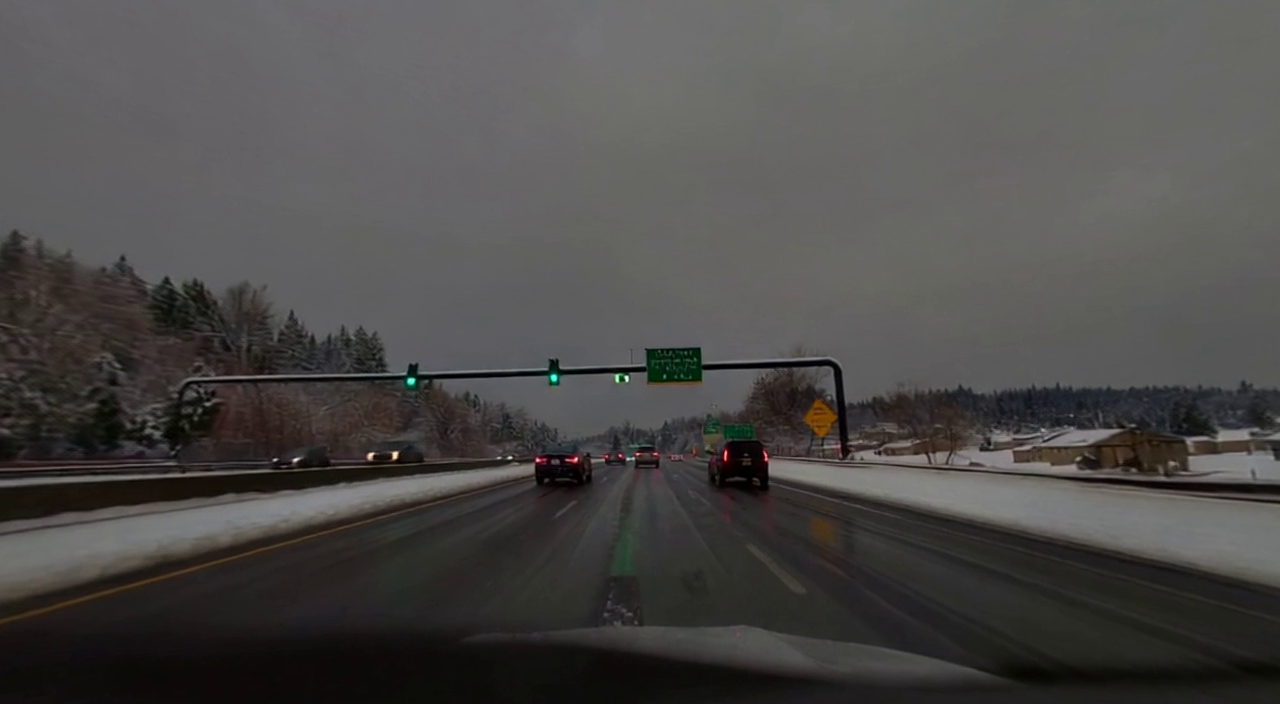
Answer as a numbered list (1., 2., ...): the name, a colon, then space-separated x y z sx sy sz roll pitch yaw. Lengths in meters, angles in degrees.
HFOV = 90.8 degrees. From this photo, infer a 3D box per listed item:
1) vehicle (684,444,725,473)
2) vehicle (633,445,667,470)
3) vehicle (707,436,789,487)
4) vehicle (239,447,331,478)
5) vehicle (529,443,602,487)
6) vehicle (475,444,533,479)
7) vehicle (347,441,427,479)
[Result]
1. vehicle: 3.934 6.589 39.284 2.146 1.658 4.318 0 -8 1
2. vehicle: 0.739 7.802 47.048 2.408 1.748 4.217 0 -8 1
3. vehicle: 3.969 4.093 24.041 2.320 1.735 4.408 0 -8 0
4. vehicle: -18.632 5.805 33.468 2.037 1.489 4.795 0 -8 1
5. vehicle: -2.723 4.247 24.183 2.130 1.514 4.766 0 -8 1
6. vehicle: -6.231 5.047 29.296 1.835 1.504 3.612 0 -8 1
7. vehicle: -12.197 5.220 30.803 1.958 1.693 4.534 0 -8 1
